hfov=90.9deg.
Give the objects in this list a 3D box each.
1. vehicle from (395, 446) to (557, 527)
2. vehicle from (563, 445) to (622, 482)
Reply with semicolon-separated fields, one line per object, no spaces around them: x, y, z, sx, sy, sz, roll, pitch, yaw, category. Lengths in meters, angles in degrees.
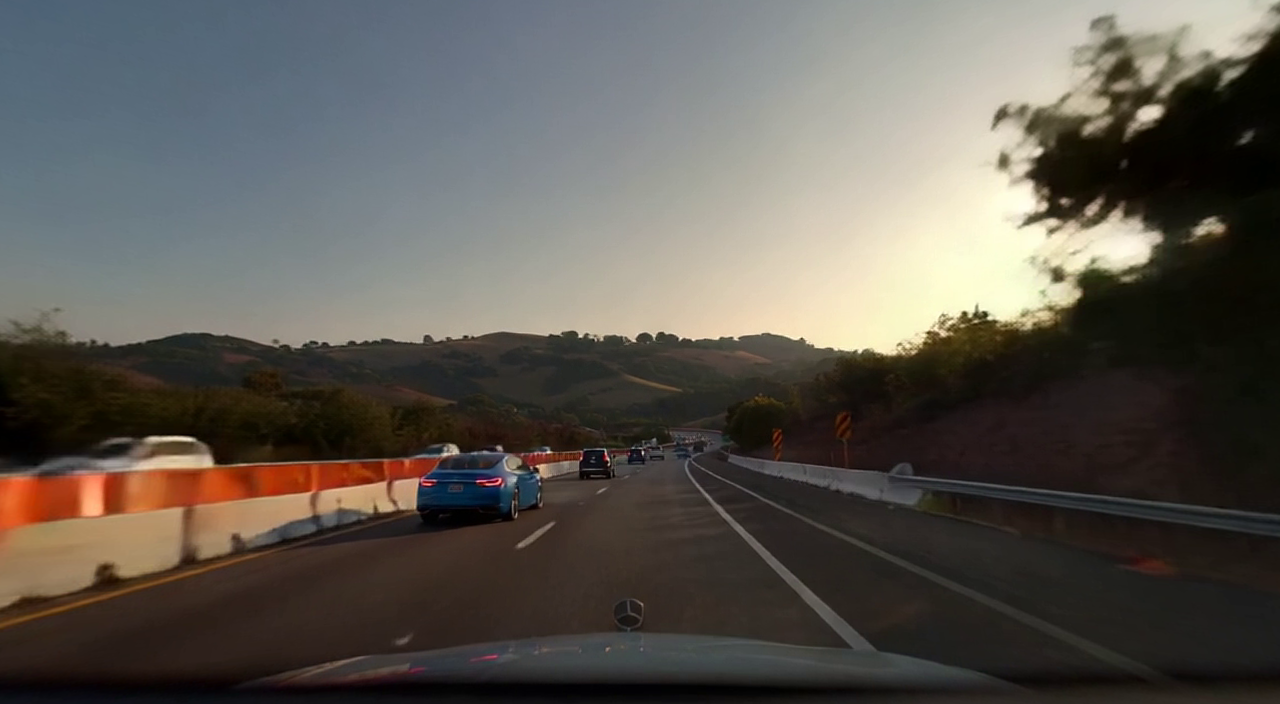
-3.004;2.554;12.508;2.061;1.330;3.928;0;-9;2;vehicle
-1.961;4.800;27.443;2.094;1.480;4.124;0;-9;2;vehicle
